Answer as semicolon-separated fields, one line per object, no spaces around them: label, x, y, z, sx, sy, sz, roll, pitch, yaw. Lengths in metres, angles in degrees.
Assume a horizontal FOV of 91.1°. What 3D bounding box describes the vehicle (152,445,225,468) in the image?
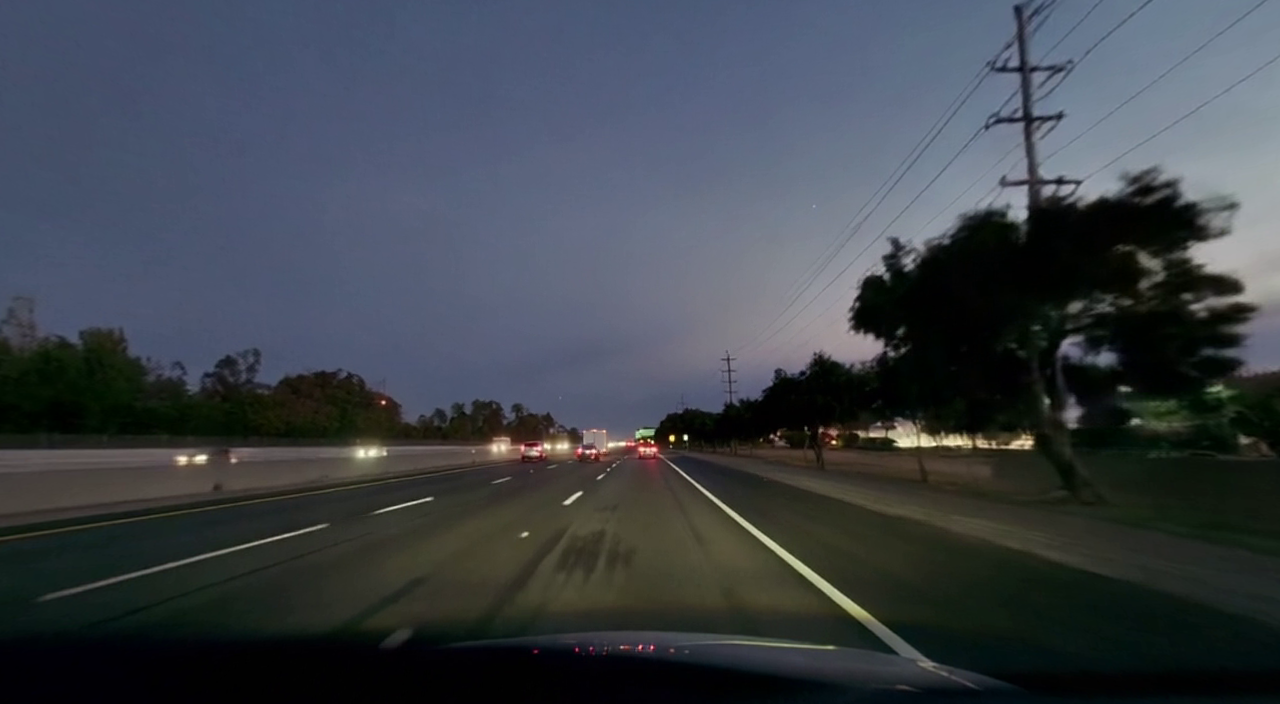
vehicle;-34.633;8.002;48.350;2.022;1.650;4.937;0;-8;-1

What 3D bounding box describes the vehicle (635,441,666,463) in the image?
vehicle;0.727;7.035;44.221;2.057;1.453;3.926;0;-8;1

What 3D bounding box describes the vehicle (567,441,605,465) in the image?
vehicle;-3.481;6.592;41.201;2.046;1.478;4.111;0;-8;1

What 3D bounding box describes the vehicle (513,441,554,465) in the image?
vehicle;-7.059;6.700;41.940;1.936;1.497;4.251;0;-8;1
